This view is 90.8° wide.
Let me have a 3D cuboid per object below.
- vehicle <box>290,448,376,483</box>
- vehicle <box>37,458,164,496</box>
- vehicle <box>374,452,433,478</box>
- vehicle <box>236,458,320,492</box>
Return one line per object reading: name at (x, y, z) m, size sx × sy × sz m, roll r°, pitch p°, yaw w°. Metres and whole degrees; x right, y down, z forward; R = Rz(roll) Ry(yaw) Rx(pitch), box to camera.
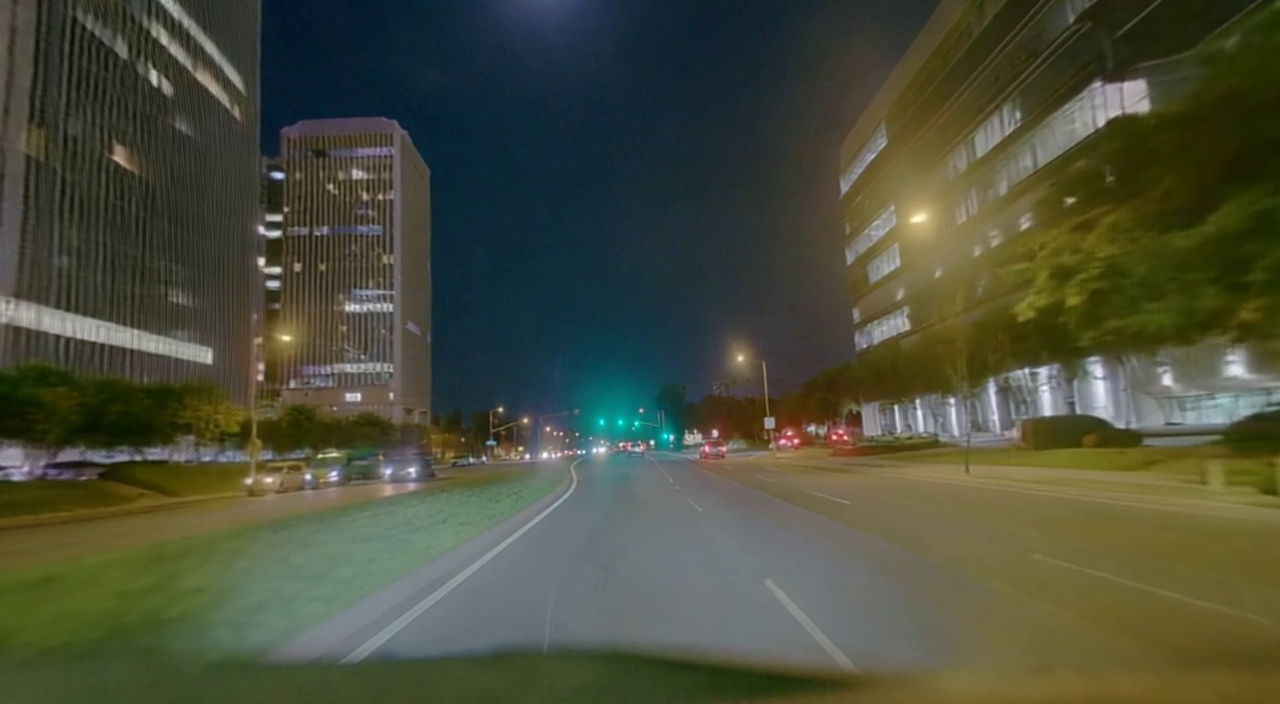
vehicle at (-19.430, 7.187, 40.486) m, size 2.373 × 2.077 × 6.457 m, roll 0°, pitch -9°, yaw -1°
vehicle at (-29.780, 6.883, 35.205) m, size 2.344 × 1.784 × 5.438 m, roll -1°, pitch -9°, yaw -1°
vehicle at (-15.274, 7.300, 41.080) m, size 1.955 × 1.516 × 4.849 m, roll 0°, pitch -9°, yaw 0°
vehicle at (-19.259, 6.538, 33.895) m, size 1.869 × 1.606 × 4.617 m, roll 0°, pitch -9°, yaw -2°
